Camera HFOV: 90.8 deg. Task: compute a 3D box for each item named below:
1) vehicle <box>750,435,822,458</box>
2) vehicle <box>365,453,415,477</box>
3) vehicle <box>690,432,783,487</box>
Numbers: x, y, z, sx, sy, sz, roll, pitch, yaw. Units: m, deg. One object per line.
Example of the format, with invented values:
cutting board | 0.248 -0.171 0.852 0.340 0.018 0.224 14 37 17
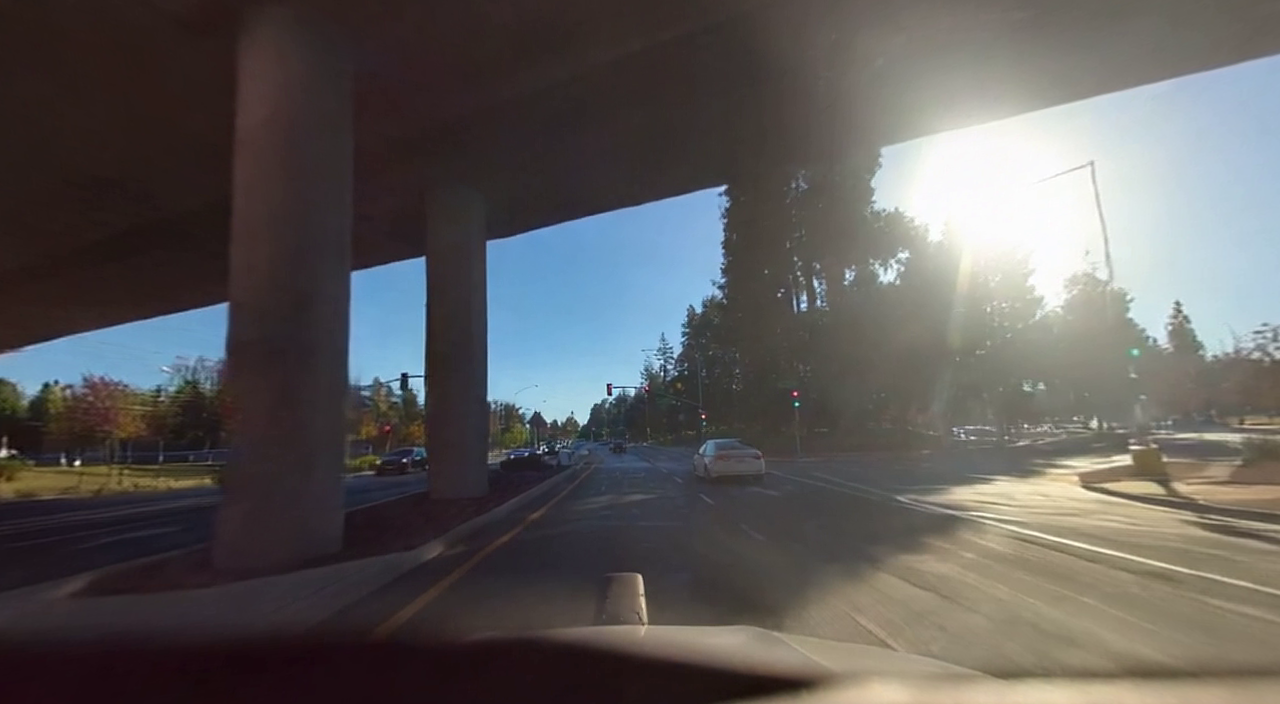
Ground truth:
vehicle | 10.626 6.905 46.088 4.760 1.571 1.859 -5 -9 26
vehicle | -17.227 7.790 43.687 1.863 1.469 3.767 -1 -8 0
vehicle | 2.864 3.331 19.897 2.062 1.484 4.332 0 -8 -2
